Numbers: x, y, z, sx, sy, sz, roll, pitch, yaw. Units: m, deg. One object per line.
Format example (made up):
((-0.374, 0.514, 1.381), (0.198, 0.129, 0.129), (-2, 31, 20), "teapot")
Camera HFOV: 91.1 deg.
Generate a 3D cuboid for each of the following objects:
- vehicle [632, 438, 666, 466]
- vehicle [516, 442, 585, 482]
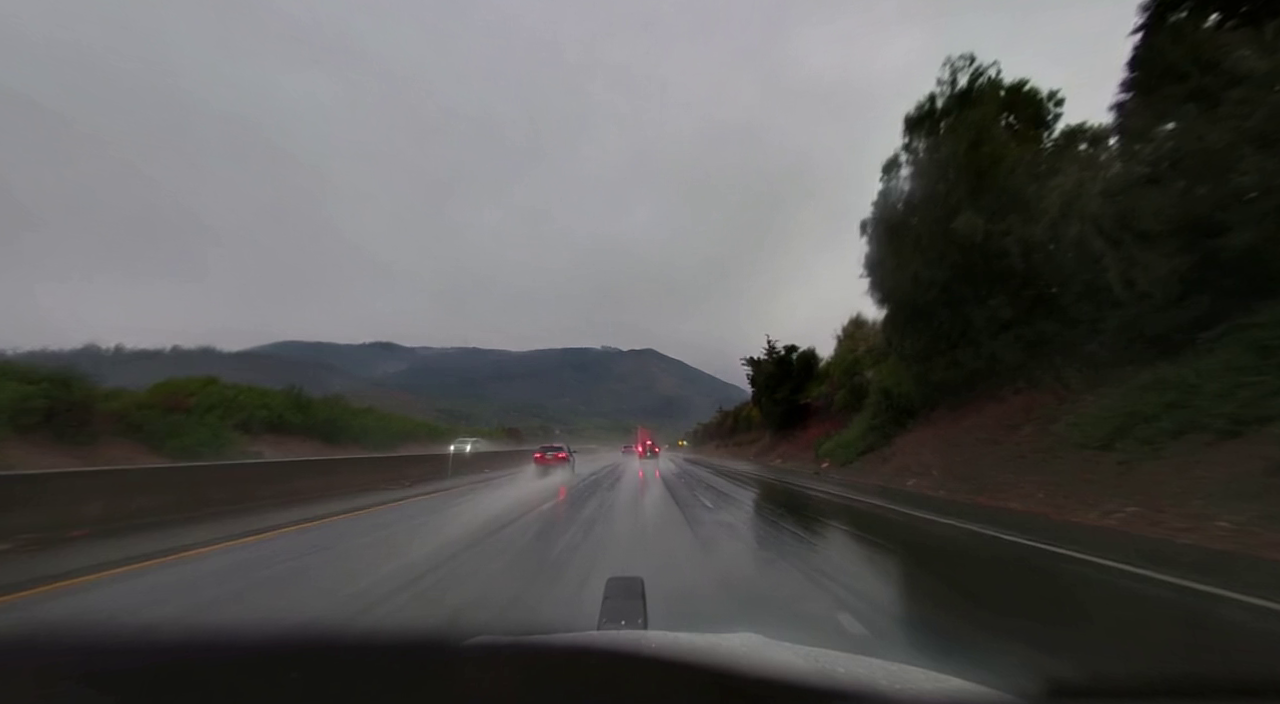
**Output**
((0.576, 6.973, 43.892), (2.272, 1.836, 4.866), (0, -8, -1), "vehicle")
((-3.532, 4.435, 25.676), (2.082, 1.485, 4.237), (0, -8, 2), "vehicle")
